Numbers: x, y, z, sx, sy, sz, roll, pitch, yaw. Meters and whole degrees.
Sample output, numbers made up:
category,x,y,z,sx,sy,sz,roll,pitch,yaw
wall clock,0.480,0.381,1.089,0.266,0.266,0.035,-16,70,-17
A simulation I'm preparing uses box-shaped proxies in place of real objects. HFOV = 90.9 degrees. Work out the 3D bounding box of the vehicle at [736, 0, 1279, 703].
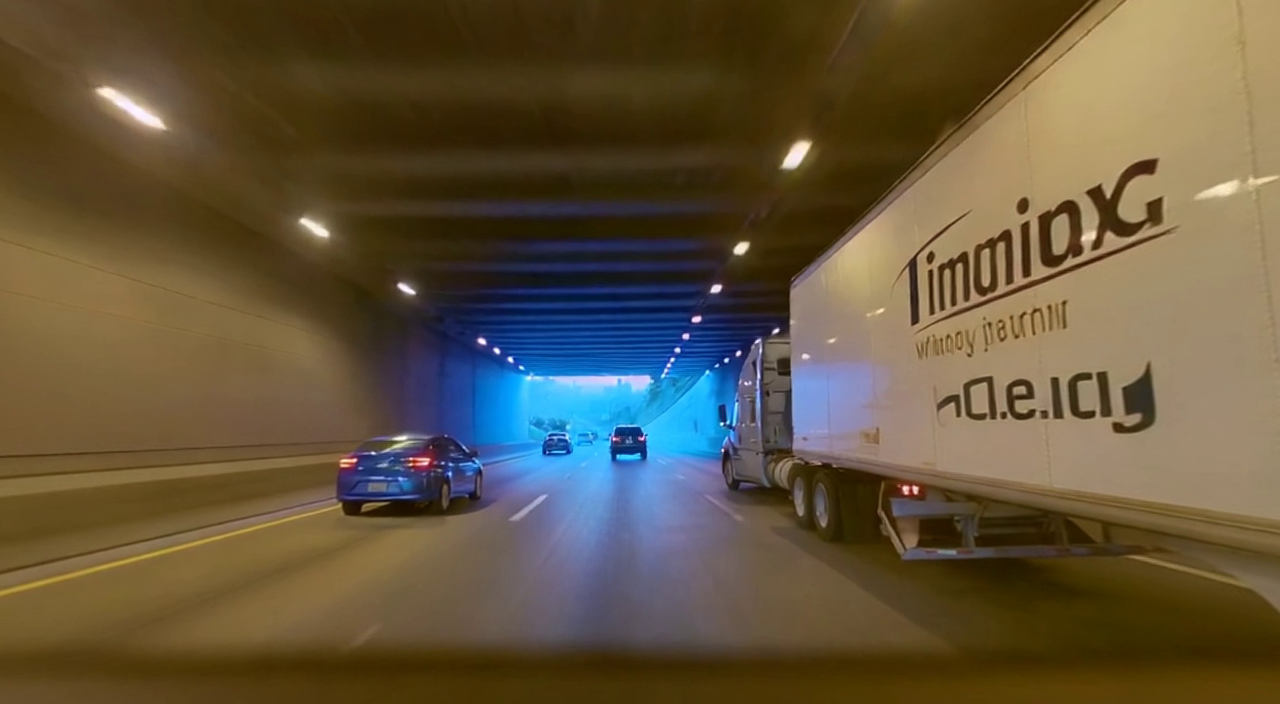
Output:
category,x,y,z,sx,sy,sz,roll,pitch,yaw
vehicle,3.672,0.149,6.490,2.842,4.108,14.081,0,-8,-1

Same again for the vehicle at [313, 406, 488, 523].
category,x,y,z,sx,sy,sz,roll,pitch,yaw
vehicle,-3.845,1.833,10.673,1.826,1.695,2.870,0,-8,-1

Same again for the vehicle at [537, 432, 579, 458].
category,x,y,z,sx,sy,sz,roll,pitch,yaw
vehicle,-4.797,5.492,37.262,2.019,1.435,4.317,0,-8,-2

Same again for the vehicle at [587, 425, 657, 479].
category,x,y,z,sx,sy,sz,roll,pitch,yaw
vehicle,-0.576,3.243,20.723,2.094,1.600,3.666,0,-8,-1
